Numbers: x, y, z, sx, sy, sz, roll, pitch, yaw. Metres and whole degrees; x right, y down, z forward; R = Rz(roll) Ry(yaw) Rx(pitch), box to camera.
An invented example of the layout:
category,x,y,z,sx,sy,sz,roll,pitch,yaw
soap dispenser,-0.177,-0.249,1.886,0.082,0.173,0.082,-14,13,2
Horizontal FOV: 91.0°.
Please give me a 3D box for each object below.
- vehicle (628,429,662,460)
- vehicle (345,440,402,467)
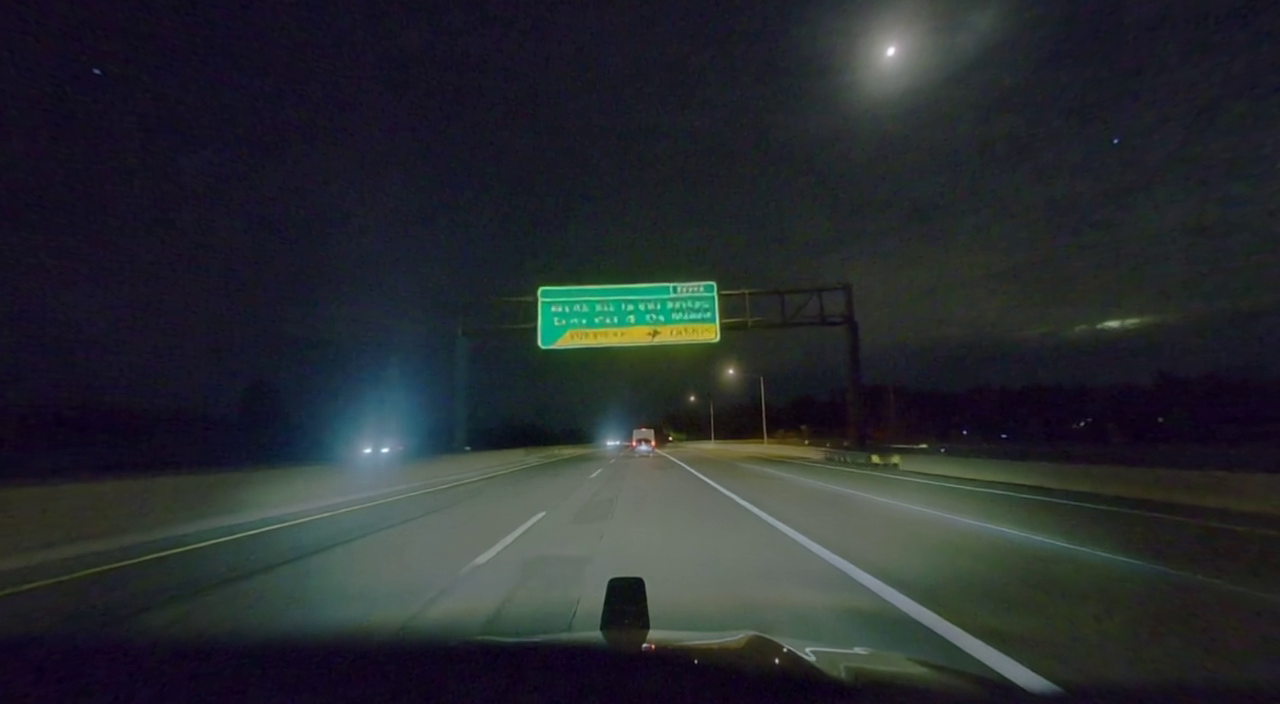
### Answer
category,x,y,z,sx,sy,sz,roll,pitch,yaw
vehicle,0.370,6.634,45.133,2.277,2.109,4.922,1,-8,0
vehicle,-15.543,5.914,36.904,1.773,1.441,3.706,1,-8,-2
